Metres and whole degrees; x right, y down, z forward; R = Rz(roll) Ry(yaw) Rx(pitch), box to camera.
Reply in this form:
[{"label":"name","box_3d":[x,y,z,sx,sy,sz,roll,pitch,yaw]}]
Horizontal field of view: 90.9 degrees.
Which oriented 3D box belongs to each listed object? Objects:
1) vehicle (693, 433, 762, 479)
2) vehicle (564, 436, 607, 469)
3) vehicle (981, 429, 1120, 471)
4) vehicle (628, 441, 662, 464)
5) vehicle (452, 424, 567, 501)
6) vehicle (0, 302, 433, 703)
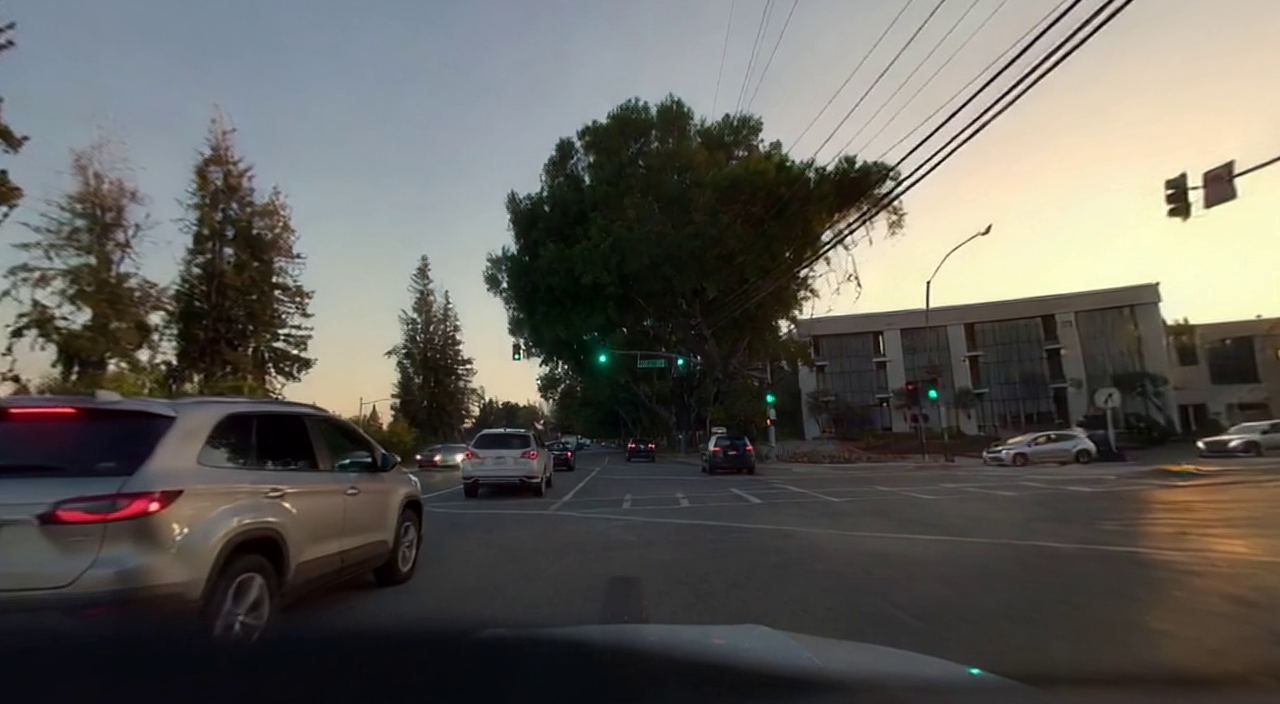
[{"label":"vehicle","box_3d":[3.545,4.332,26.425,2.201,1.734,4.564,0,-8,-1]},{"label":"vehicle","box_3d":[-2.916,5.520,34.643,1.900,1.677,4.128,0,-8,2]},{"label":"vehicle","box_3d":[16.332,3.931,25.300,4.119,1.574,2.028,-1,-9,8]},{"label":"vehicle","box_3d":[0.370,6.870,43.192,2.185,1.515,4.215,0,-8,1]},{"label":"vehicle","box_3d":[-3.230,2.842,16.566,1.958,1.744,4.315,0,-8,2]},{"label":"vehicle","box_3d":[-3.153,1.017,4.052,2.127,1.754,4.287,0,-8,1]}]
